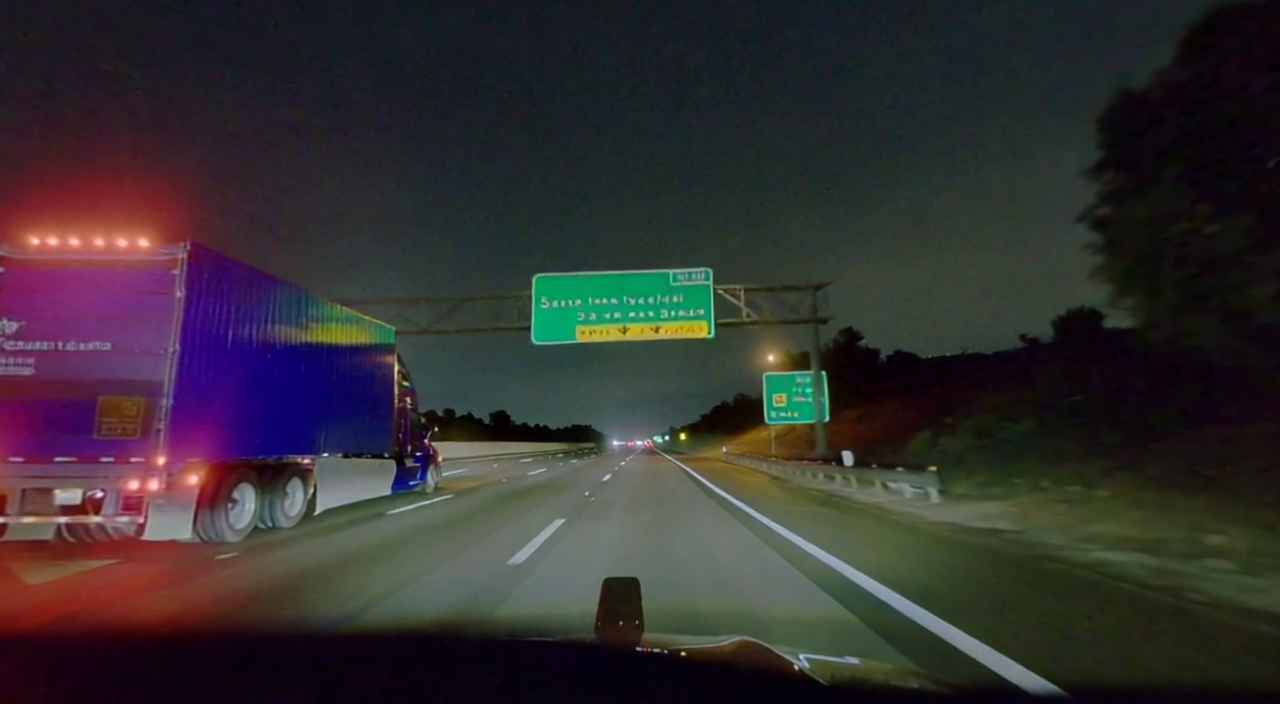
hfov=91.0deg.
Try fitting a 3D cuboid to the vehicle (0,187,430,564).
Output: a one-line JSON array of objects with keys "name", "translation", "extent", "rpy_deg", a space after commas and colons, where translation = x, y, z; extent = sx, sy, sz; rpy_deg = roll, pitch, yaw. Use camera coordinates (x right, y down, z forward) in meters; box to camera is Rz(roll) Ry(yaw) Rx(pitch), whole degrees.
[{"name": "vehicle", "translation": [-6.786, 0.785, 10.855], "extent": [2.996, 3.947, 8.600], "rpy_deg": [0, -8, 2]}]
